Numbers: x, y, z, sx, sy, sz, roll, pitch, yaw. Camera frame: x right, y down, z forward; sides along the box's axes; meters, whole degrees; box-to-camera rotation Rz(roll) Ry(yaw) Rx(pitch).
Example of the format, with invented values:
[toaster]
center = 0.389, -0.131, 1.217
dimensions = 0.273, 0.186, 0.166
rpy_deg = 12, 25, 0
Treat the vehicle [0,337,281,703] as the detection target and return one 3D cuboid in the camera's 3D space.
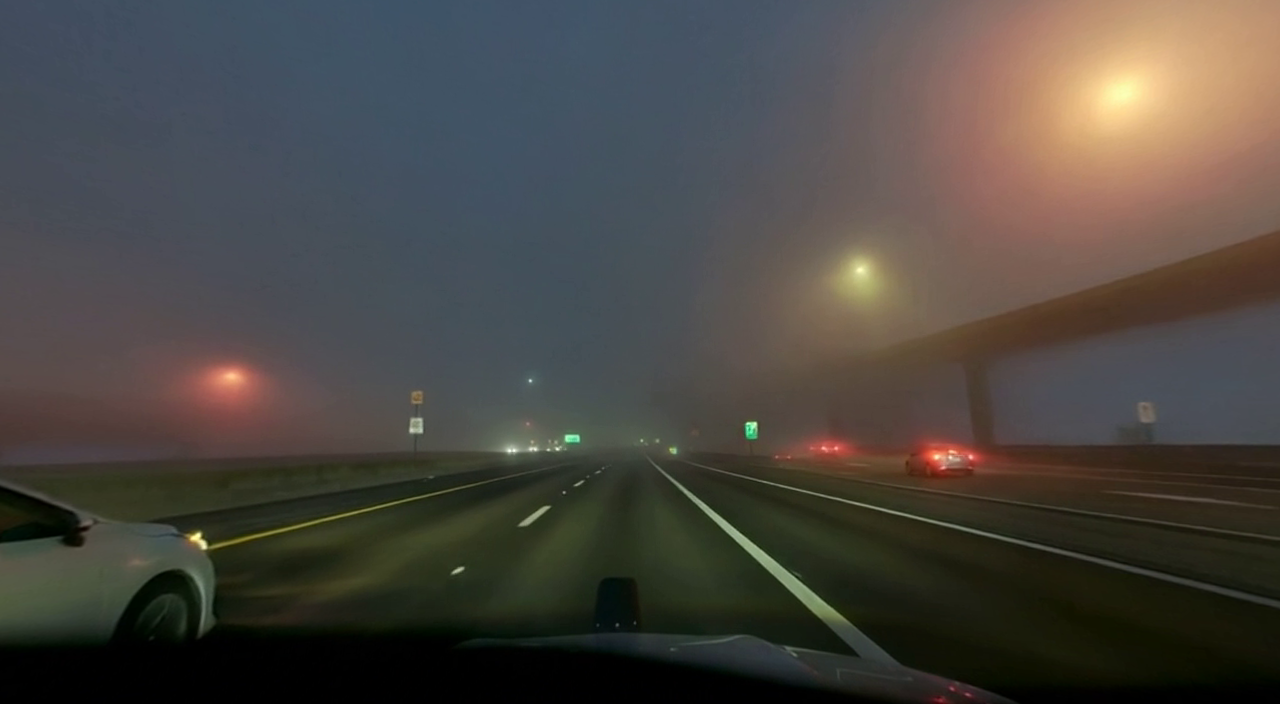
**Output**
[vehicle]
center = -3.309, 0.738, 1.703
dimensions = 2.178, 1.699, 4.321
rpy_deg = 0, -8, -1
